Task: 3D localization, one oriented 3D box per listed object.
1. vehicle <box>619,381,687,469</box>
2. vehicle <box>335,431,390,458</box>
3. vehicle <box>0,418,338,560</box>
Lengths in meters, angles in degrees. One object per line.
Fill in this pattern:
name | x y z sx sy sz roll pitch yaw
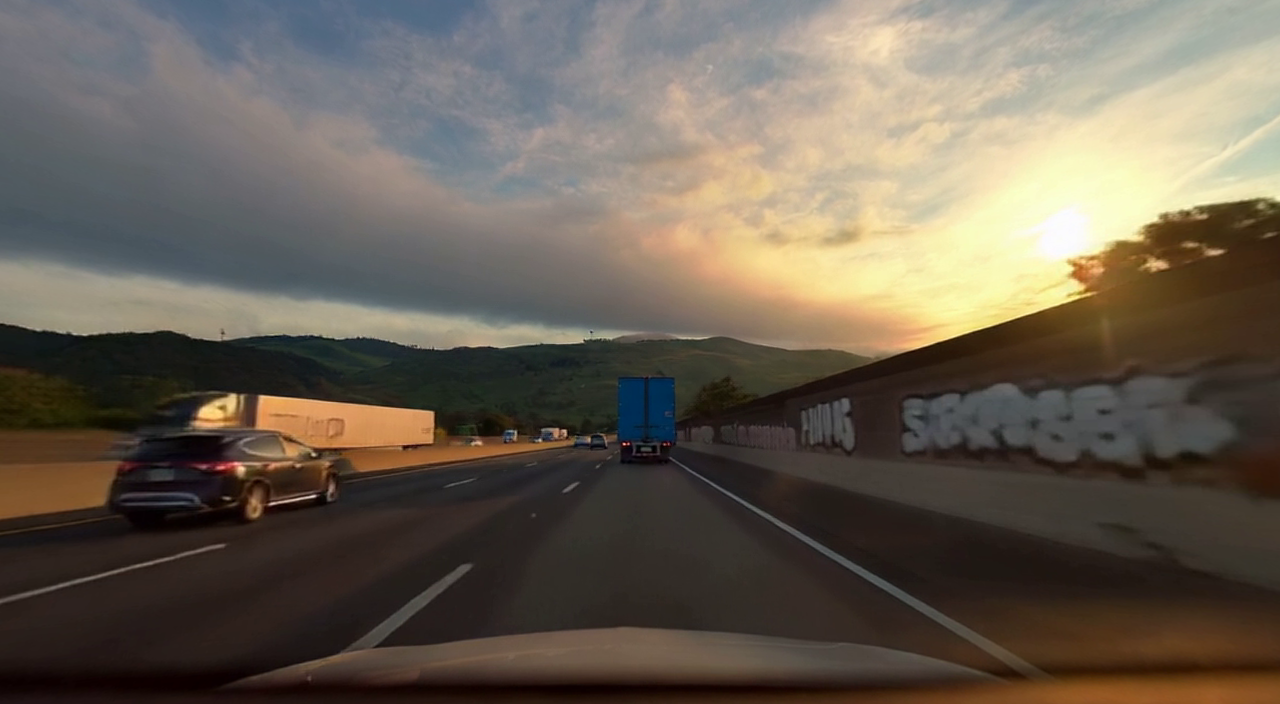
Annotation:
vehicle | 0.402 3.885 32.513 2.921 3.765 10.773 0 -8 -2
vehicle | -14.761 4.929 33.698 1.516 1.328 3.122 0 -8 0
vehicle | -6.546 1.815 9.216 1.982 1.535 4.519 0 -8 0
